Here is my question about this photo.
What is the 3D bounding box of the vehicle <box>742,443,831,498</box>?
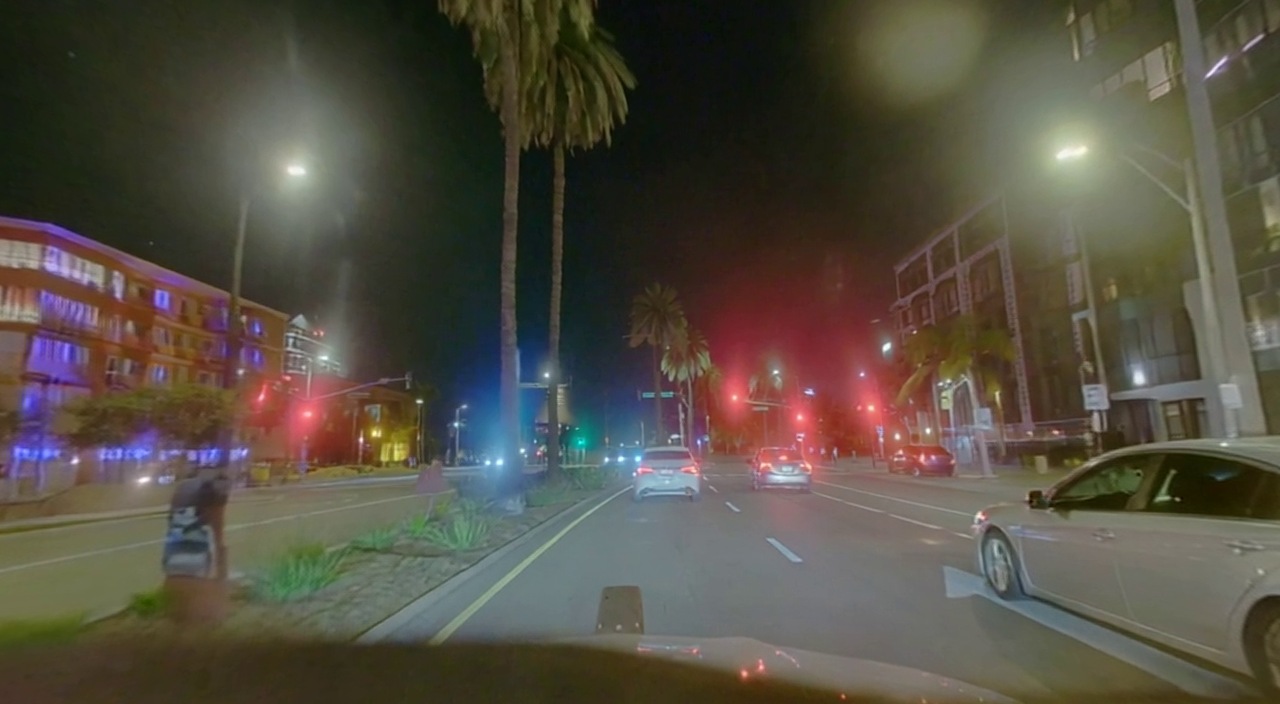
[{"bbox_3d":[4.341,3.556,19.396,1.920,1.490,4.417,-1,-9,4],"label":"vehicle"}]

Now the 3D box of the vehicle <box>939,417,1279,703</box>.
[{"bbox_3d":[3.887,1.203,3.983,1.913,1.469,4.425,-1,-9,2],"label":"vehicle"}]

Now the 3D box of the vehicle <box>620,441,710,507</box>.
[{"bbox_3d":[0.702,3.129,16.604,2.078,1.503,3.681,-1,-9,4],"label":"vehicle"}]
